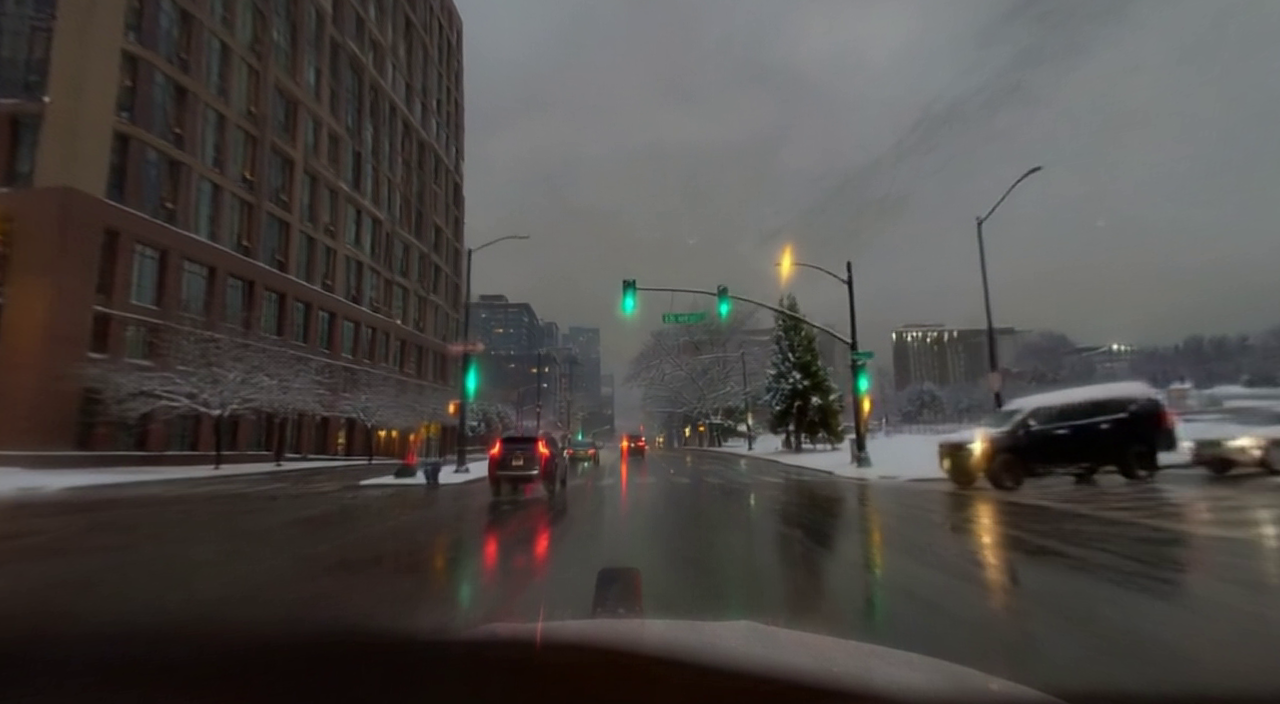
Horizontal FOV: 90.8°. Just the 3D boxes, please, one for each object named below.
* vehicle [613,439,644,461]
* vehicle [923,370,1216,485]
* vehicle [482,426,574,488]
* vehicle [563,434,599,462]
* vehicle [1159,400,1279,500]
[{"bbox_3d":[-0.893,7.047,45.461,2.095,1.438,3.843,0,-9,-3],"label":"vehicle"},{"bbox_3d":[11.861,2.126,17.882,6.233,2.668,2.627,-3,-8,-3],"label":"vehicle"},{"bbox_3d":[-3.386,3.300,20.048,2.116,1.725,4.315,0,-9,0],"label":"vehicle"},{"bbox_3d":[-3.967,6.573,43.199,2.152,1.802,4.628,0,-9,-2],"label":"vehicle"},{"bbox_3d":[13.196,1.783,12.334,4.328,1.742,1.942,-3,-7,-1],"label":"vehicle"}]
